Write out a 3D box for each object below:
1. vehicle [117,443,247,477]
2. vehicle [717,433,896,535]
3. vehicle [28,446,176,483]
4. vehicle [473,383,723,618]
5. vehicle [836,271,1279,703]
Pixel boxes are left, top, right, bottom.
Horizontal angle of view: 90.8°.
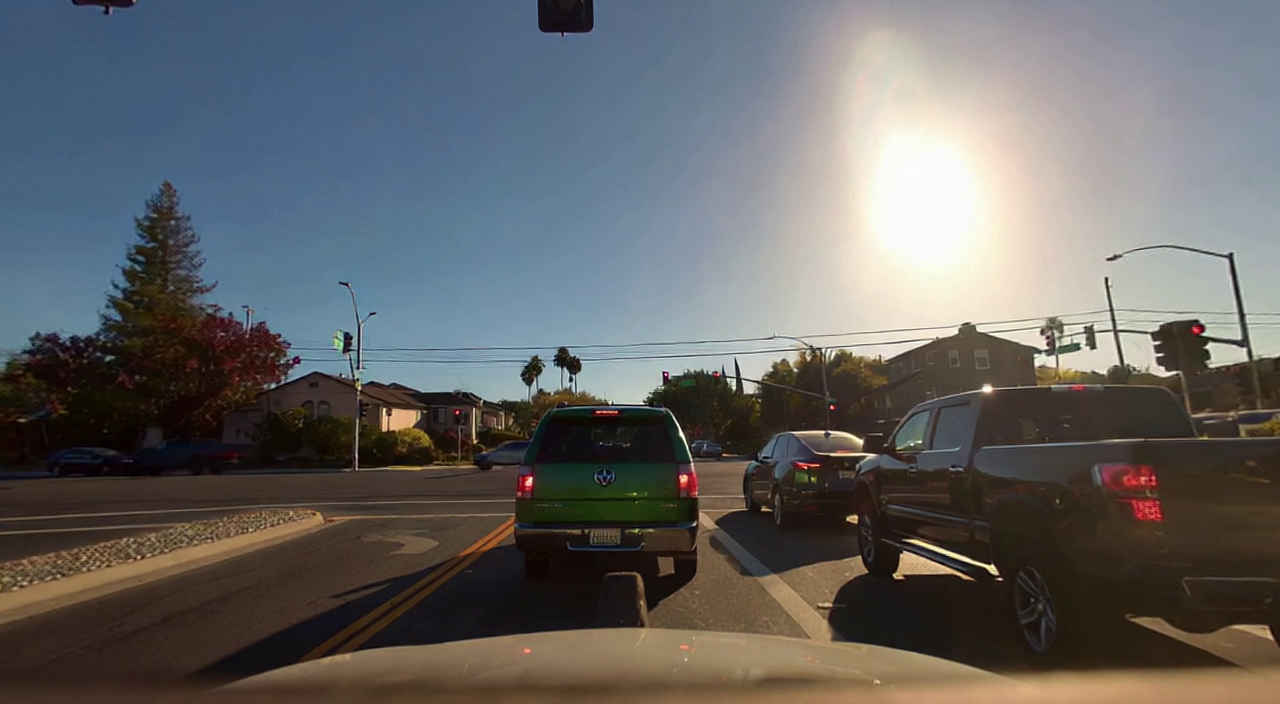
[{"bbox_3d":[-22.107,5.203,30.666,4.718,1.530,1.747,1,-8,-9],"label":"vehicle"},{"bbox_3d":[2.721,2.263,11.527,1.952,1.465,4.421,0,-8,-2],"label":"vehicle"},{"bbox_3d":[-22.904,4.784,27.062,4.533,1.350,1.714,0,-7,-9],"label":"vehicle"},{"bbox_3d":[-0.272,1.382,6.614,1.915,1.780,3.379,0,-8,2],"label":"vehicle"},{"bbox_3d":[2.985,0.939,3.872,1.886,1.849,5.070,0,-8,-1],"label":"vehicle"}]
